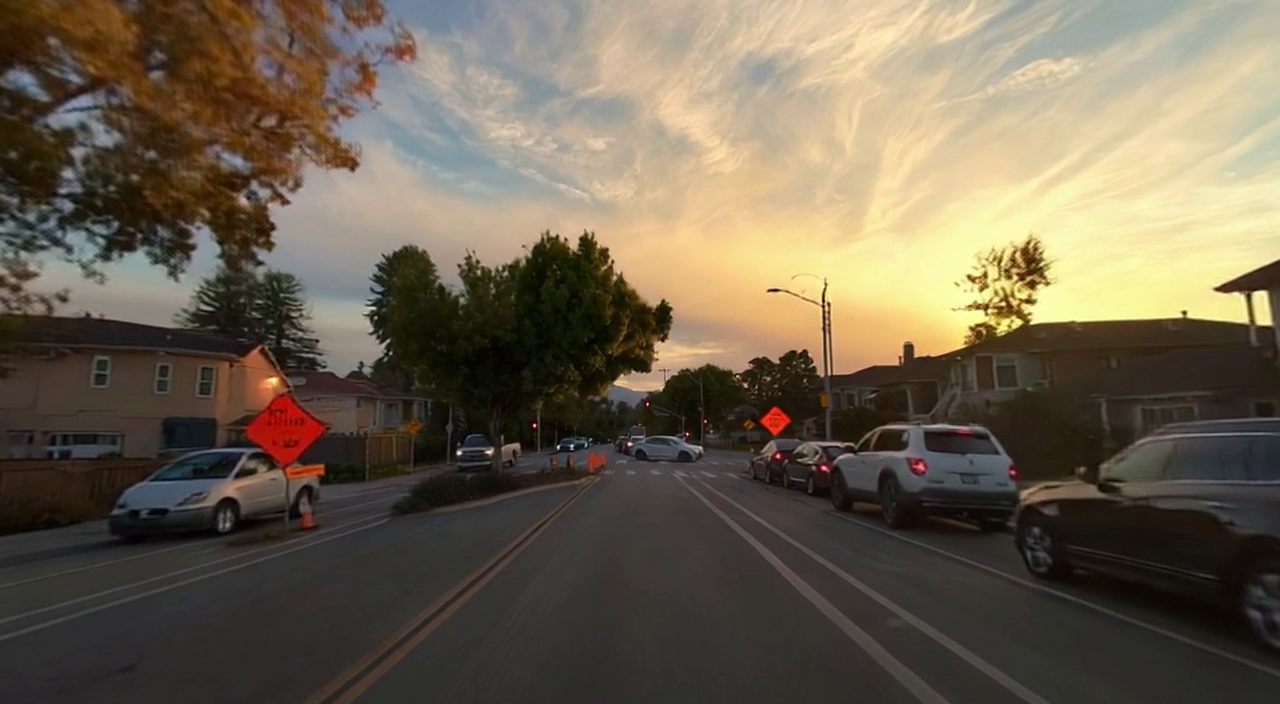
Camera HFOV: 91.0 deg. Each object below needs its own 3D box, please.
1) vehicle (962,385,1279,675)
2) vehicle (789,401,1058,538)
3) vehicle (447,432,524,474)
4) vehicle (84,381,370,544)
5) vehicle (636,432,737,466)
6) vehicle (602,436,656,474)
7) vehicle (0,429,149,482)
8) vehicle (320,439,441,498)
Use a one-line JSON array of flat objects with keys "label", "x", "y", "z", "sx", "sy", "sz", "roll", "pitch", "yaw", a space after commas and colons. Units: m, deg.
[{"label": "vehicle", "x": 4.940, "y": 1.246, "z": 4.990, "sx": 2.225, "sy": 1.715, "sz": 4.755, "roll": 0, "pitch": -8, "yaw": 0}, {"label": "vehicle", "x": 4.767, "y": 2.119, "z": 12.032, "sx": 2.279, "sy": 1.946, "sz": 5.925, "roll": 0, "pitch": -8, "yaw": -1}, {"label": "vehicle", "x": -8.299, "y": 5.504, "z": 34.578, "sx": 2.659, "sy": 2.047, "sz": 6.014, "roll": 0, "pitch": -8, "yaw": 0}, {"label": "vehicle", "x": -7.647, "y": 2.089, "z": 12.411, "sx": 2.526, "sy": 2.631, "sz": 4.228, "roll": 0, "pitch": -8, "yaw": 2}, {"label": "vehicle", "x": 2.687, "y": 5.667, "z": 37.073, "sx": 5.503, "sy": 1.853, "sz": 2.218, "roll": -5, "pitch": -10, "yaw": 31}, {"label": "vehicle", "x": -0.388, "y": 4.363, "z": 26.935, "sx": 2.151, "sy": 1.481, "sz": 4.084, "roll": 0, "pitch": -8, "yaw": 1}, {"label": "vehicle", "x": -23.152, "y": 4.191, "z": 25.668, "sx": 4.491, "sy": 2.031, "sz": 2.045, "roll": 0, "pitch": -8, "yaw": 1}, {"label": "vehicle", "x": -8.096, "y": 3.644, "z": 20.166, "sx": 2.036, "sy": 1.676, "sz": 4.440, "roll": 0, "pitch": -8, "yaw": -1}]
